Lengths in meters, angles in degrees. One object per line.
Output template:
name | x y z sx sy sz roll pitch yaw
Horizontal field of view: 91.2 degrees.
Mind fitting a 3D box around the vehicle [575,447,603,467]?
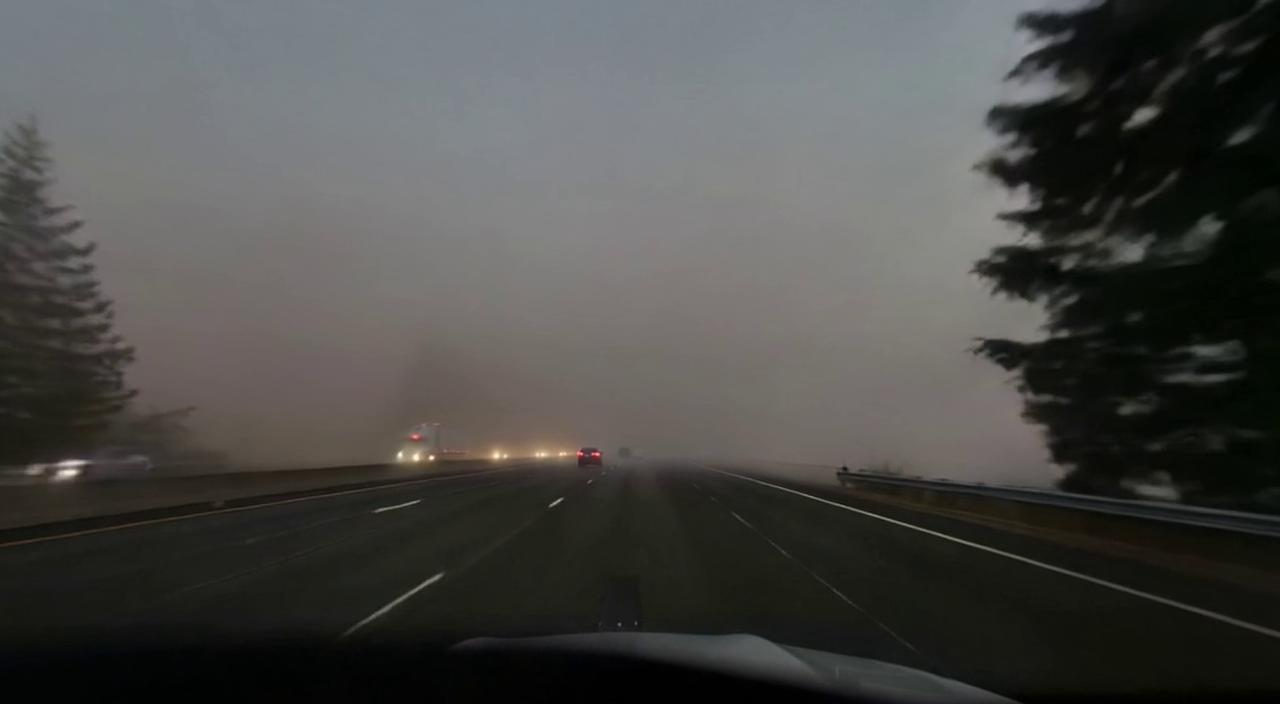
vehicle | -4.013 8.319 49.711 1.933 1.497 3.973 0 -9 0

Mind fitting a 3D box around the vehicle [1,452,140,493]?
vehicle | -23.403 4.933 25.997 1.980 1.518 3.986 0 -9 1
